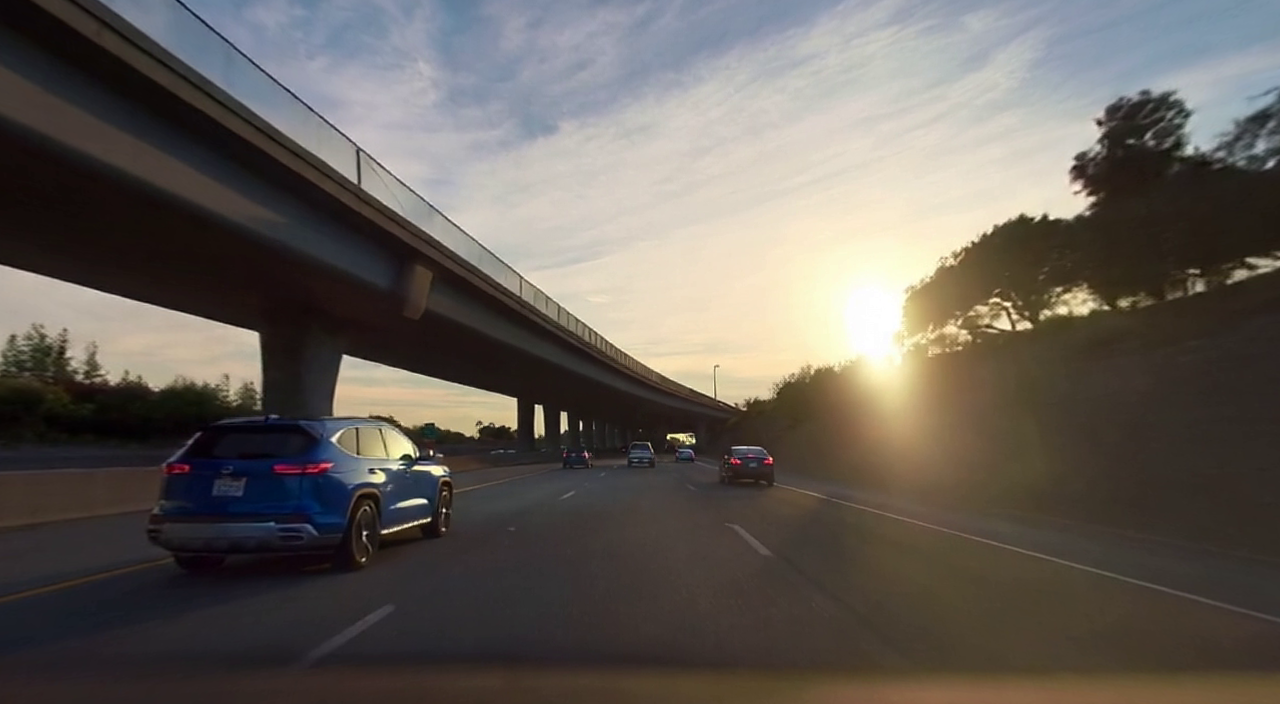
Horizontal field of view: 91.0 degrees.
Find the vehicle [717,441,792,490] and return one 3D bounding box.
[{"bbox_3d":[3.903,3.943,22.120,1.959,1.554,3.795,0,-9,0],"label":"vehicle"}]

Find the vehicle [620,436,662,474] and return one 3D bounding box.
[{"bbox_3d":[0.068,5.638,34.632,2.155,1.909,4.529,0,-9,0],"label":"vehicle"}]

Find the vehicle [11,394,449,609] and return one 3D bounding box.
[{"bbox_3d":[-4.062,1.567,7.496,2.089,1.751,4.515,0,-9,1],"label":"vehicle"}]

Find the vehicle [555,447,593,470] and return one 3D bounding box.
[{"bbox_3d":[-4.357,7.094,42.268,1.994,1.475,4.171,0,-9,1],"label":"vehicle"}]
